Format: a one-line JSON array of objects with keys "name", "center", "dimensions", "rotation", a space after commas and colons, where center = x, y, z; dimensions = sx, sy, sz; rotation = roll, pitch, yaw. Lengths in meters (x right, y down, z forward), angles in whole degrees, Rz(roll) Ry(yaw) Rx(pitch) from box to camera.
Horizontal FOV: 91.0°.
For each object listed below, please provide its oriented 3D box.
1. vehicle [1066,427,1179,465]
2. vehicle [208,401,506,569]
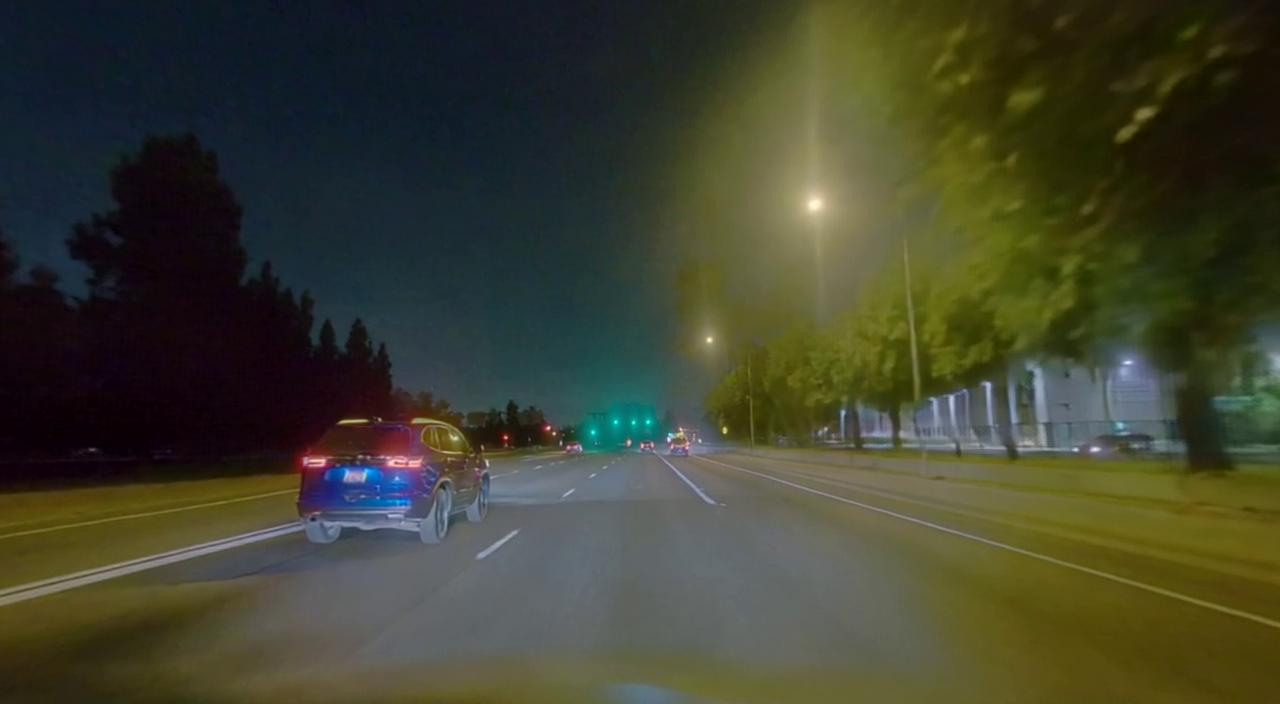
[{"name": "vehicle", "center": [23.260, 4.504, 30.430], "dimensions": [4.000, 1.458, 1.640], "rotation": [-4, -7, 0]}, {"name": "vehicle", "center": [-3.410, 1.714, 8.816], "dimensions": [2.033, 1.713, 4.503], "rotation": [0, -9, 0]}]
